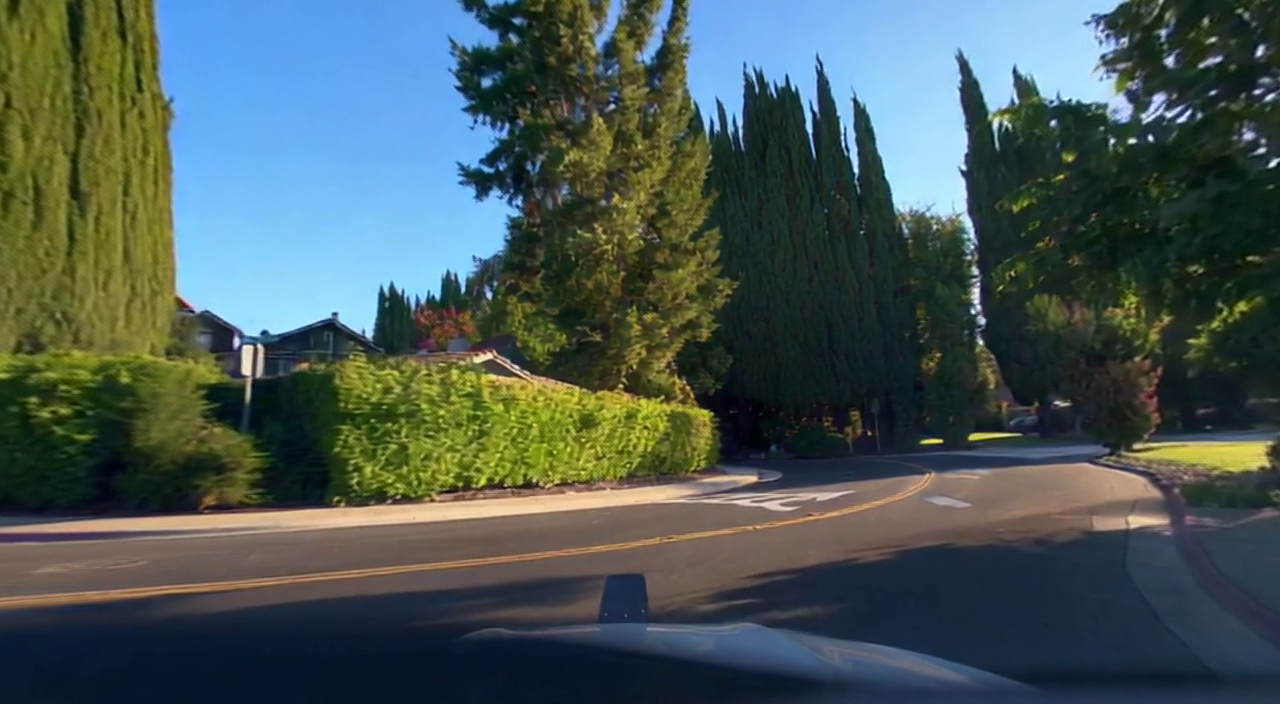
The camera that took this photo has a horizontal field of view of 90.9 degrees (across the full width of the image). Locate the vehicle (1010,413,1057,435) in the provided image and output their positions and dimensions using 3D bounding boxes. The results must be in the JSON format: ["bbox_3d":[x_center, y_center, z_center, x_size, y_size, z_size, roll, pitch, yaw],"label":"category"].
[{"bbox_3d":[28.102,5.159,45.127,1.802,1.548,3.501,-2,-7,15],"label":"vehicle"}]
